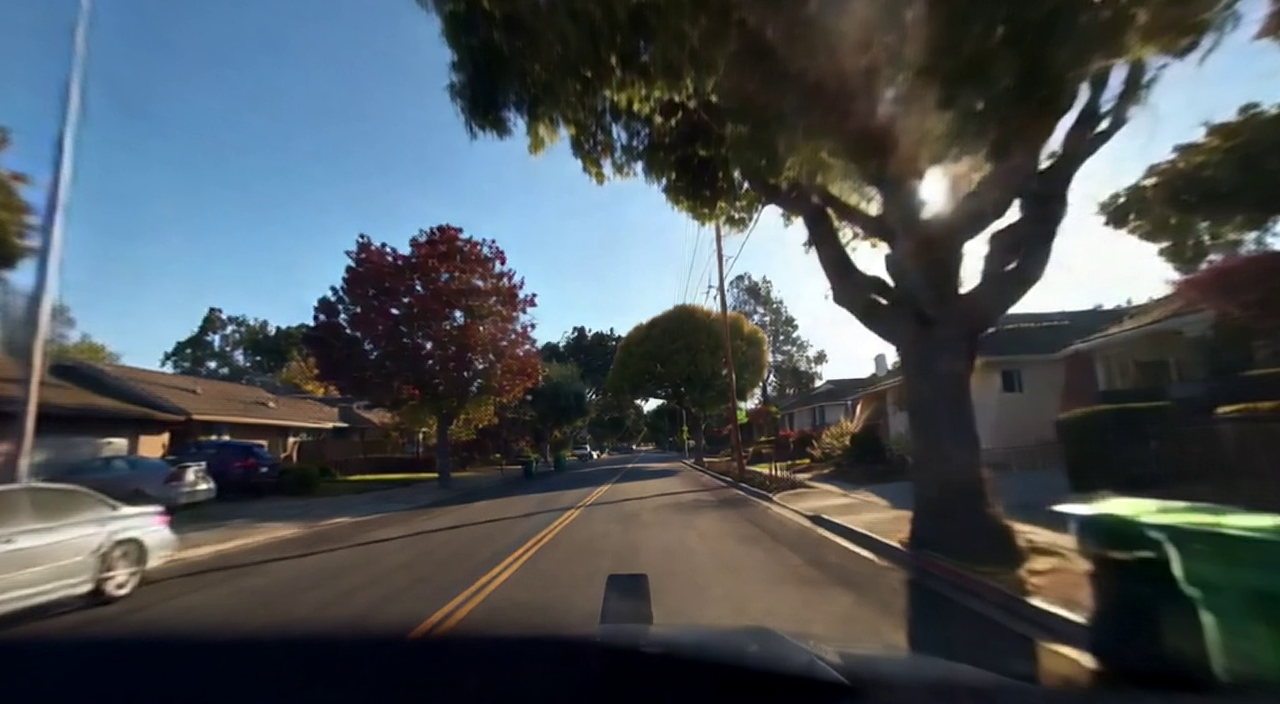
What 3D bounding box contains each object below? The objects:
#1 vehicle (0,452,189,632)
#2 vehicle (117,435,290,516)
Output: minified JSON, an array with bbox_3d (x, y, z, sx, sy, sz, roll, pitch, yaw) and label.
[{"bbox_3d":[-6.505,1.759,5.559,1.880,1.458,4.292,-4,-7,1],"label":"vehicle"},{"bbox_3d":[-12.796,3.546,18.916,2.085,1.904,4.521,-5,-7,-1],"label":"vehicle"}]
